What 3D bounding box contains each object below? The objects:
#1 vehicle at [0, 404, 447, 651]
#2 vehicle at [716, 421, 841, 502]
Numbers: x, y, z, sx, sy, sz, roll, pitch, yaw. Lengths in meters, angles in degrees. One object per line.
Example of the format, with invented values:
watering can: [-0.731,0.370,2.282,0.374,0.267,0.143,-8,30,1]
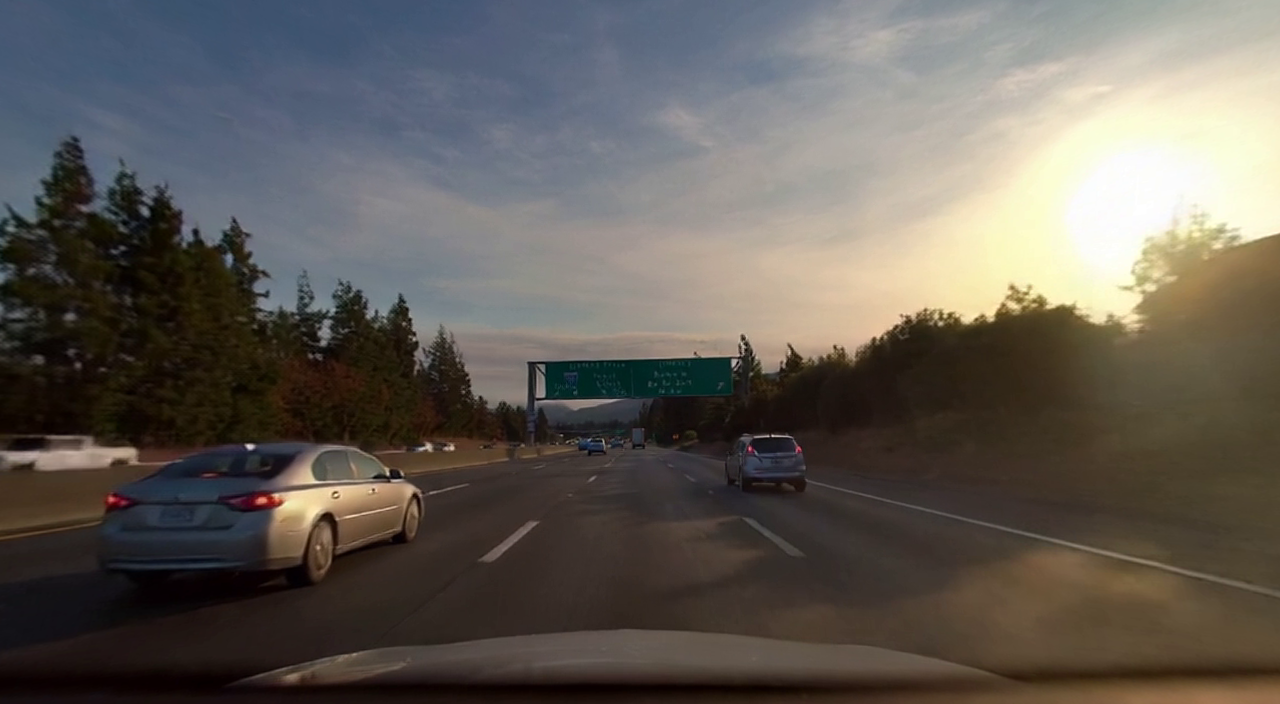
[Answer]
vehicle: [-3.876,1.506,6.589,2.118,1.573,4.940,0,-9,1]
vehicle: [3.193,2.647,15.530,2.053,1.714,4.097,0,-9,-1]
